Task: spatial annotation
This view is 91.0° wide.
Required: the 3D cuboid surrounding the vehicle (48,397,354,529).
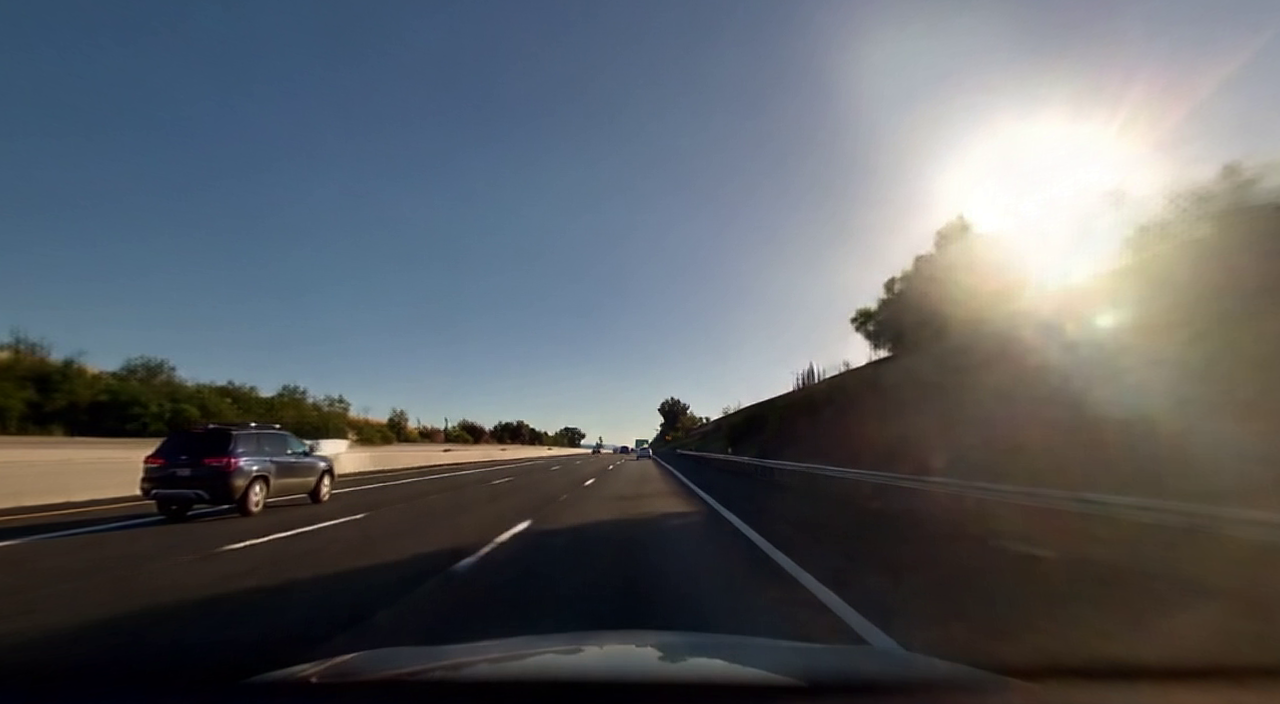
[{"bbox_3d":[-7.699,2.032,11.935,2.163,1.947,4.959,0,-9,0],"label":"vehicle"}]
